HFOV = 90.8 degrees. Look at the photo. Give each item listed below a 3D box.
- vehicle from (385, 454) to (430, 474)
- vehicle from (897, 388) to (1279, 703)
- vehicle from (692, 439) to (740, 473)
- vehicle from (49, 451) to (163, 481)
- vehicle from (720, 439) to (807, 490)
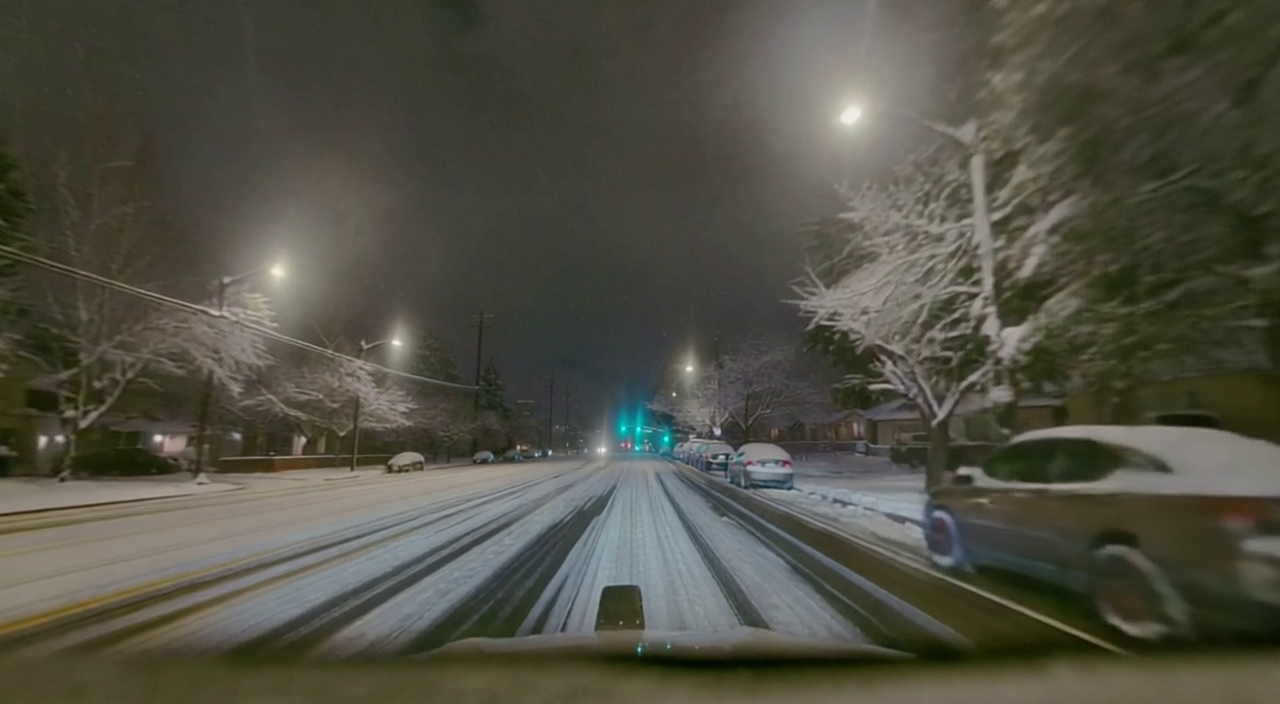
[{"bbox_3d":[-17.771,8.539,48.522,1.831,1.428,4.456,0,-9,0],"label":"vehicle"},{"bbox_3d":[4.461,1.424,5.808,2.077,1.718,4.885,0,-9,-1],"label":"vehicle"},{"bbox_3d":[4.346,6.062,37.057,2.078,1.837,5.088,0,-9,-1],"label":"vehicle"},{"bbox_3d":[-28.789,6.134,34.147,4.376,1.482,1.933,-1,-9,1],"label":"vehicle"},{"bbox_3d":[4.507,4.190,23.925,2.154,1.718,4.980,0,-9,-2],"label":"vehicle"}]
